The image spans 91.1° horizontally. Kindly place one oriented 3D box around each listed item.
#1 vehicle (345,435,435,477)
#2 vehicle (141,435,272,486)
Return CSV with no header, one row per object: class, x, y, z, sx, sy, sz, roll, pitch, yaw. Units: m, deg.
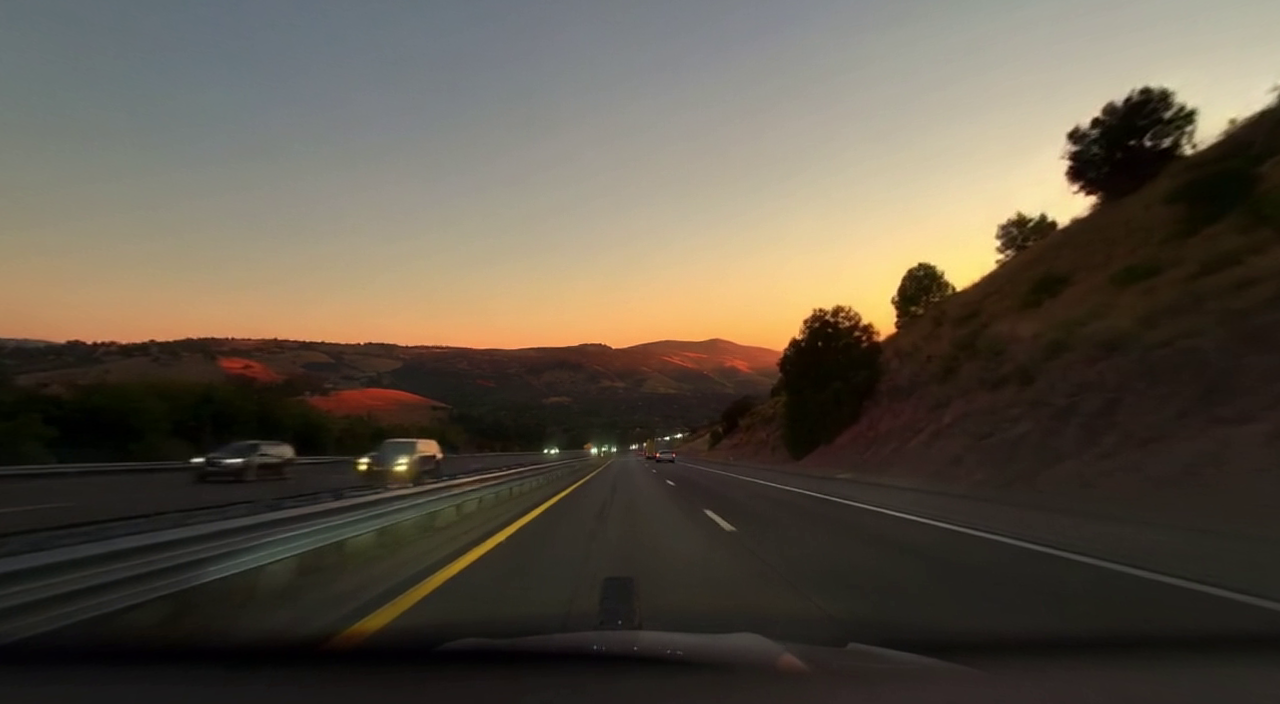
vehicle,-10.162,4.256,25.963,1.985,1.548,4.327,0,-9,-1
vehicle,-13.843,3.484,20.352,1.752,1.472,3.546,0,-9,-2
